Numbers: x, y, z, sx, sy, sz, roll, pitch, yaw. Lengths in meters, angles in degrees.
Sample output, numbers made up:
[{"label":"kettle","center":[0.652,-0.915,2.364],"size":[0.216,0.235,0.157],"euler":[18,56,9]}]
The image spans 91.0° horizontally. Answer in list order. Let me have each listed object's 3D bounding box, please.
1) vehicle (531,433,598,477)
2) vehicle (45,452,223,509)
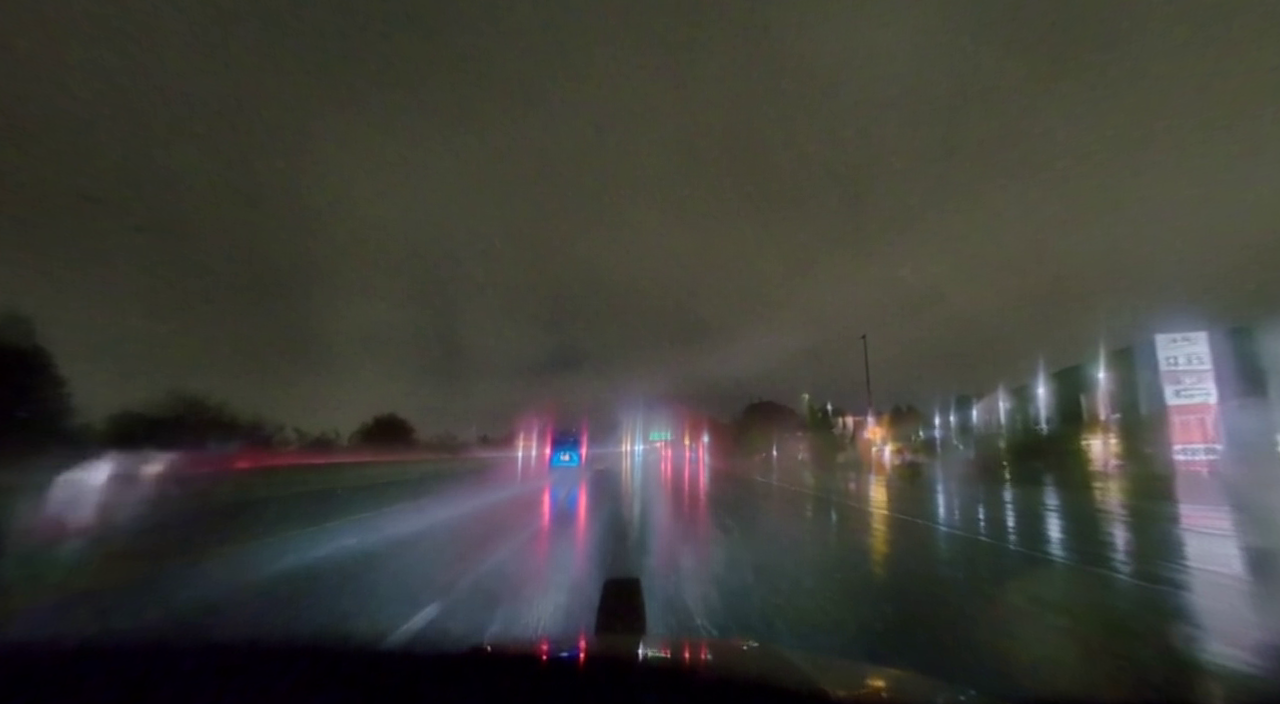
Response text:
[{"label":"vehicle","center":[-3.605,5.107,31.449],"size":[2.431,1.928,5.760],"euler":[0,-9,2]},{"label":"vehicle","center":[-15.592,3.929,19.798],"size":[1.879,1.526,4.404],"euler":[0,-9,1]}]
